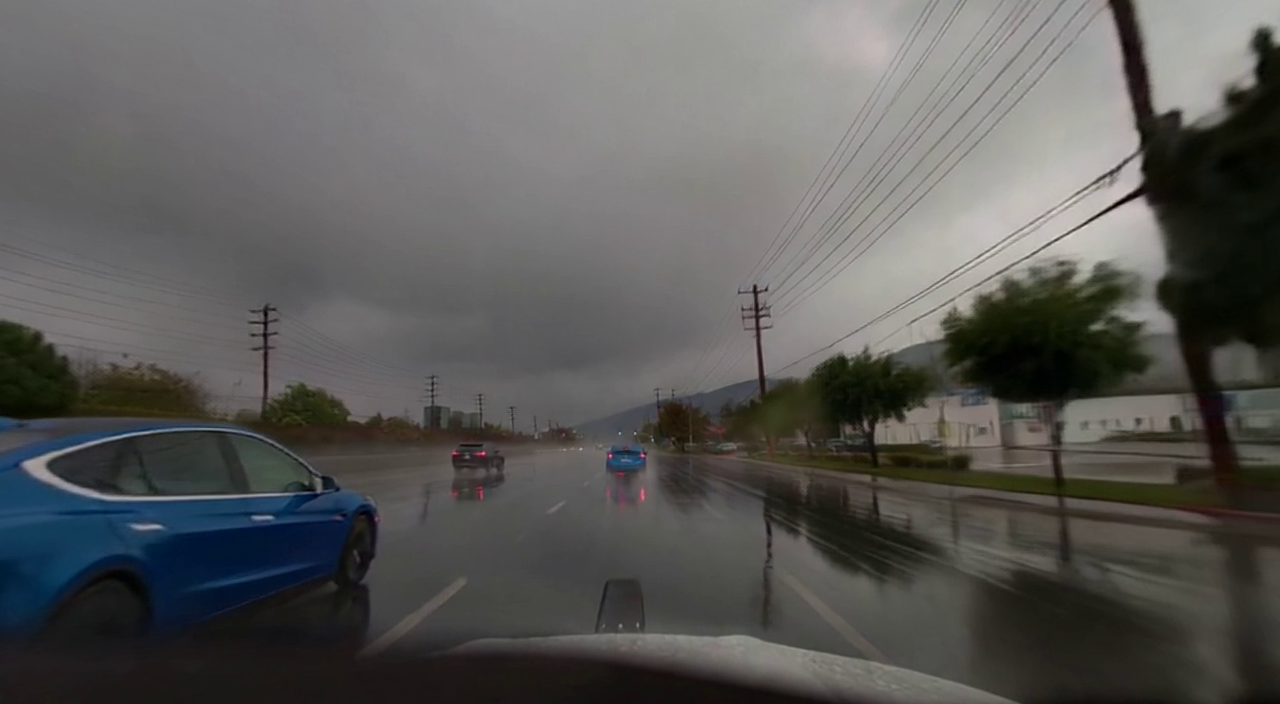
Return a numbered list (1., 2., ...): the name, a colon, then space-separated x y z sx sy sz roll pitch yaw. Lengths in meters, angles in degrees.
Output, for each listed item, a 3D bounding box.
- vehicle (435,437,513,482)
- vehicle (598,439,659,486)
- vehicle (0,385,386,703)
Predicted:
1. vehicle: -7.319 4.785 28.455 2.203 1.819 4.547 0 -9 1
2. vehicle: -0.413 4.244 24.640 2.189 1.652 4.135 0 -9 0
3. vehicle: -3.661 1.162 4.050 1.985 1.607 4.892 0 -9 0
